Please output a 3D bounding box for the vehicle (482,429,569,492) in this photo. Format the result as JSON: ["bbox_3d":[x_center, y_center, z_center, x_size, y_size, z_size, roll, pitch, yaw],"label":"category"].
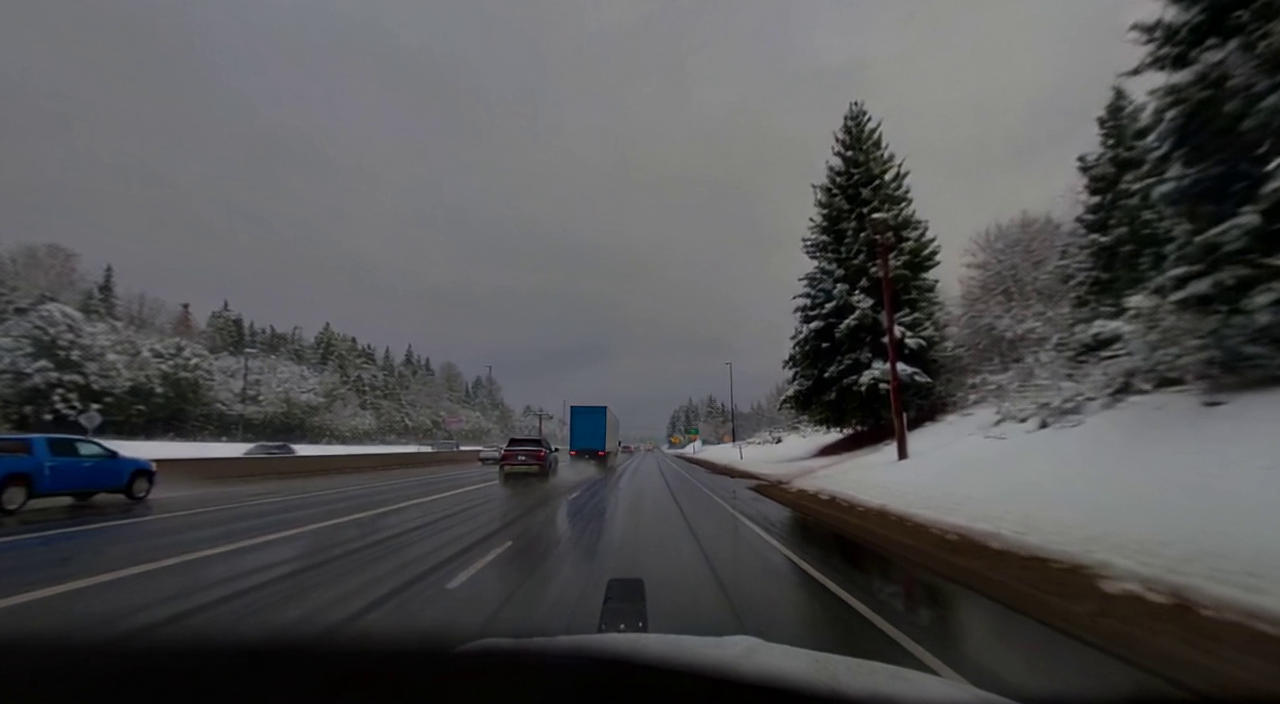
[{"bbox_3d":[-3.679,3.581,21.184,2.058,1.840,4.443,0,-8,0],"label":"vehicle"}]

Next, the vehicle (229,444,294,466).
[{"bbox_3d":[-24.932,6.784,41.684,1.815,1.408,3.971,0,-8,0],"label":"vehicle"}]

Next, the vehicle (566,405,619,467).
[{"bbox_3d":[-3.324,6.467,47.949,2.905,4.037,12.921,0,-8,0],"label":"vehicle"}]

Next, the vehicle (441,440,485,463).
[{"bbox_3d":[-13.707,7.750,49.151,2.017,1.685,4.732,0,-8,1],"label":"vehicle"}]

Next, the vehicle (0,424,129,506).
[{"bbox_3d":[-14.405,2.518,14.164,1.997,1.695,4.492,0,-8,1],"label":"vehicle"}]
